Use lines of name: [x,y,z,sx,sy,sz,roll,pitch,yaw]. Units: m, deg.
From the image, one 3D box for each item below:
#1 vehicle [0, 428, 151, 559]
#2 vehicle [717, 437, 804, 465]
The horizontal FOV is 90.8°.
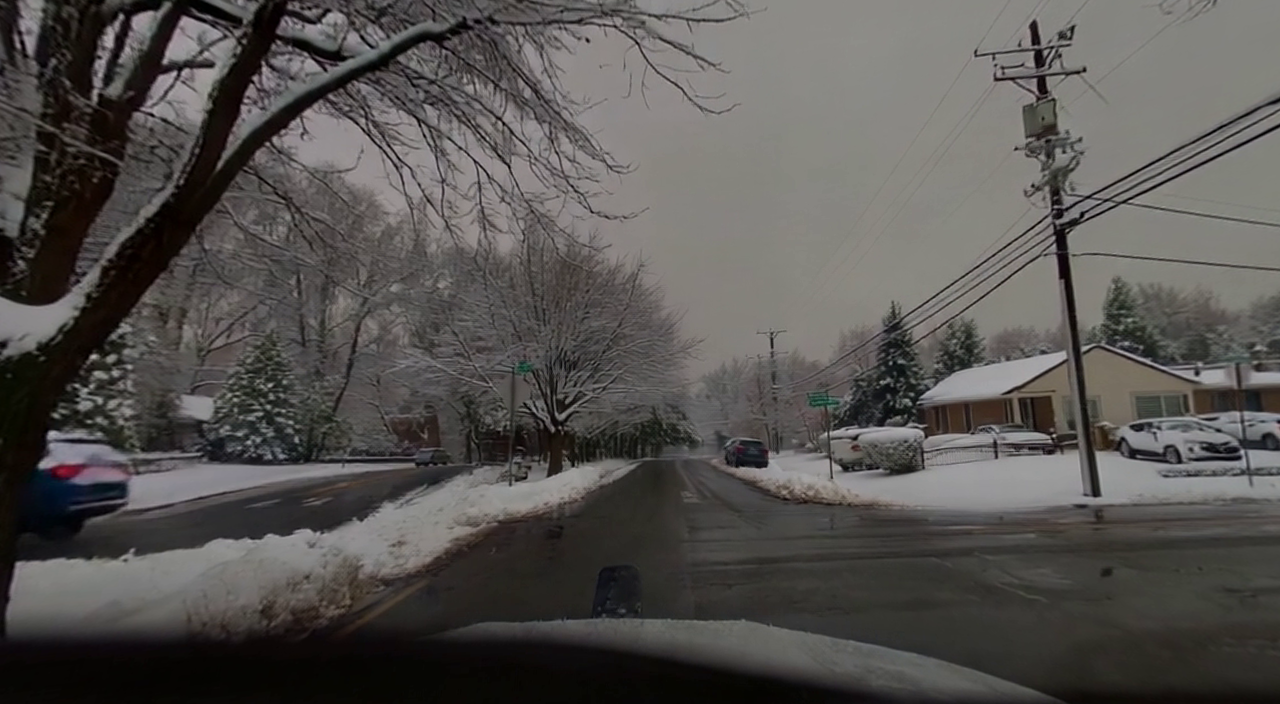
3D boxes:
vehicle: [-11.165,2.176,10.073,4.809,1.834,2.181,0,-8,-2]
vehicle: [7.298,6.009,38.551,4.784,1.647,1.947,1,-8,-5]
